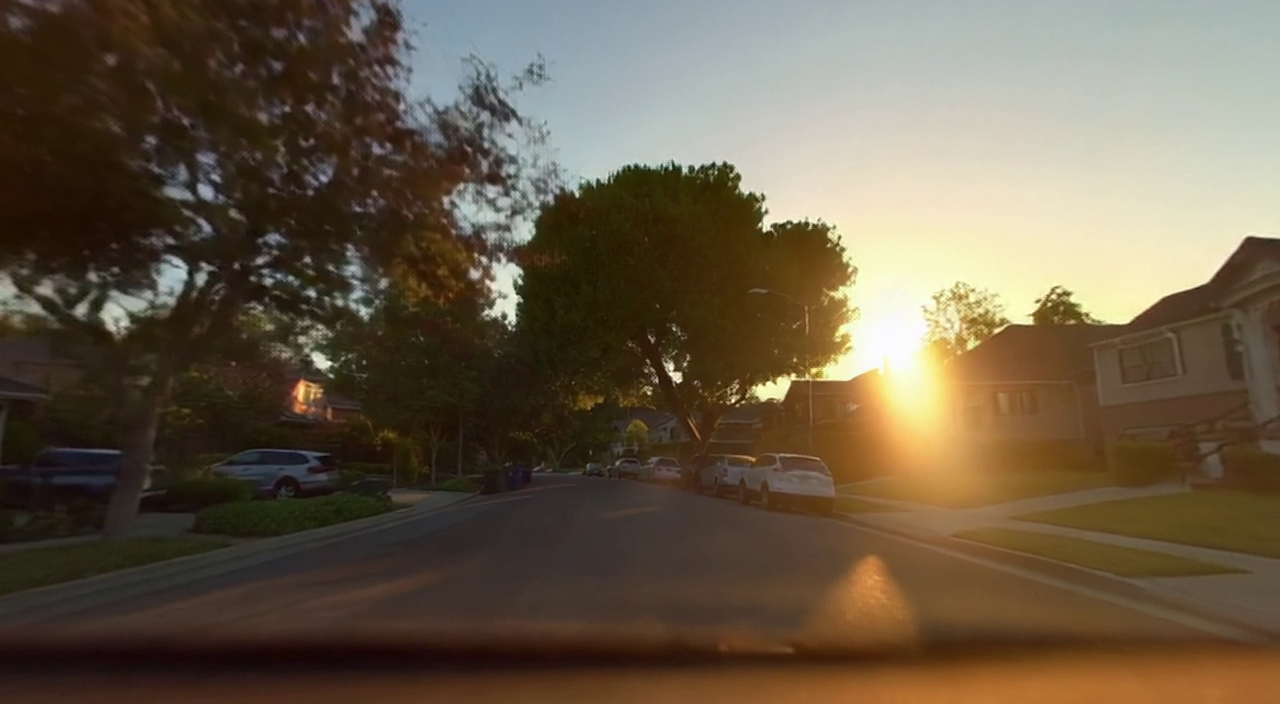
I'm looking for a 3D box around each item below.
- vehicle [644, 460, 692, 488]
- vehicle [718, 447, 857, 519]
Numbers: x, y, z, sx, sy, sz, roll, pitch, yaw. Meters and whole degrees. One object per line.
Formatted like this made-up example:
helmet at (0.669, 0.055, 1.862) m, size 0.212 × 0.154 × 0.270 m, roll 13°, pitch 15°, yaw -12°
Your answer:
vehicle at (1.909, 8.603, 44.935) m, size 2.111 × 1.771 × 4.942 m, roll 2°, pitch -9°, yaw -13°
vehicle at (4.489, 4.175, 20.647) m, size 2.715 × 1.900 × 6.163 m, roll 2°, pitch -10°, yaw -3°
